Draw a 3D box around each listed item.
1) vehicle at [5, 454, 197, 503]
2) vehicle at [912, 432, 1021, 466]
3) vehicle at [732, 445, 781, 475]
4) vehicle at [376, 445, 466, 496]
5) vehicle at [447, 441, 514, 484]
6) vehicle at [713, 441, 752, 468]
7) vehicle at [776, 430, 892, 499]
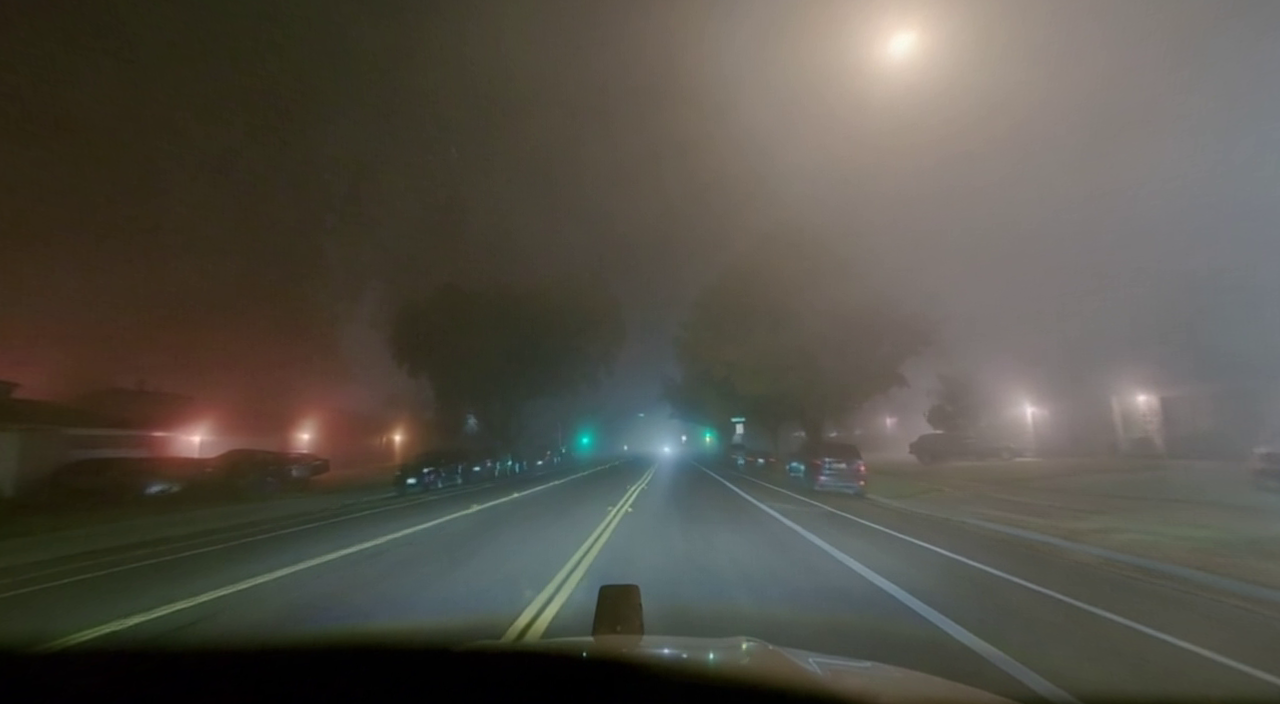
[{"bbox_3d":[-17.996,4.214,21.257,4.699,1.476,1.949,0,-9,2],"label":"vehicle"},{"bbox_3d":[15.198,4.533,29.593,3.966,1.500,1.998,0,-8,4],"label":"vehicle"},{"bbox_3d":[6.226,5.813,34.235,1.908,1.477,4.920,0,-9,2],"label":"vehicle"},{"bbox_3d":[-9.138,4.999,26.829,2.117,1.865,4.570,-2,-10,2],"label":"vehicle"},{"bbox_3d":[-8.790,6.106,35.277,2.225,2.037,5.158,-3,-9,2],"label":"vehicle"},{"bbox_3d":[6.220,6.957,43.047,2.155,1.668,4.425,0,-9,2],"label":"vehicle"},{"bbox_3d":[5.845,3.441,19.747,2.215,1.886,4.577,0,-9,1],"label":"vehicle"}]
